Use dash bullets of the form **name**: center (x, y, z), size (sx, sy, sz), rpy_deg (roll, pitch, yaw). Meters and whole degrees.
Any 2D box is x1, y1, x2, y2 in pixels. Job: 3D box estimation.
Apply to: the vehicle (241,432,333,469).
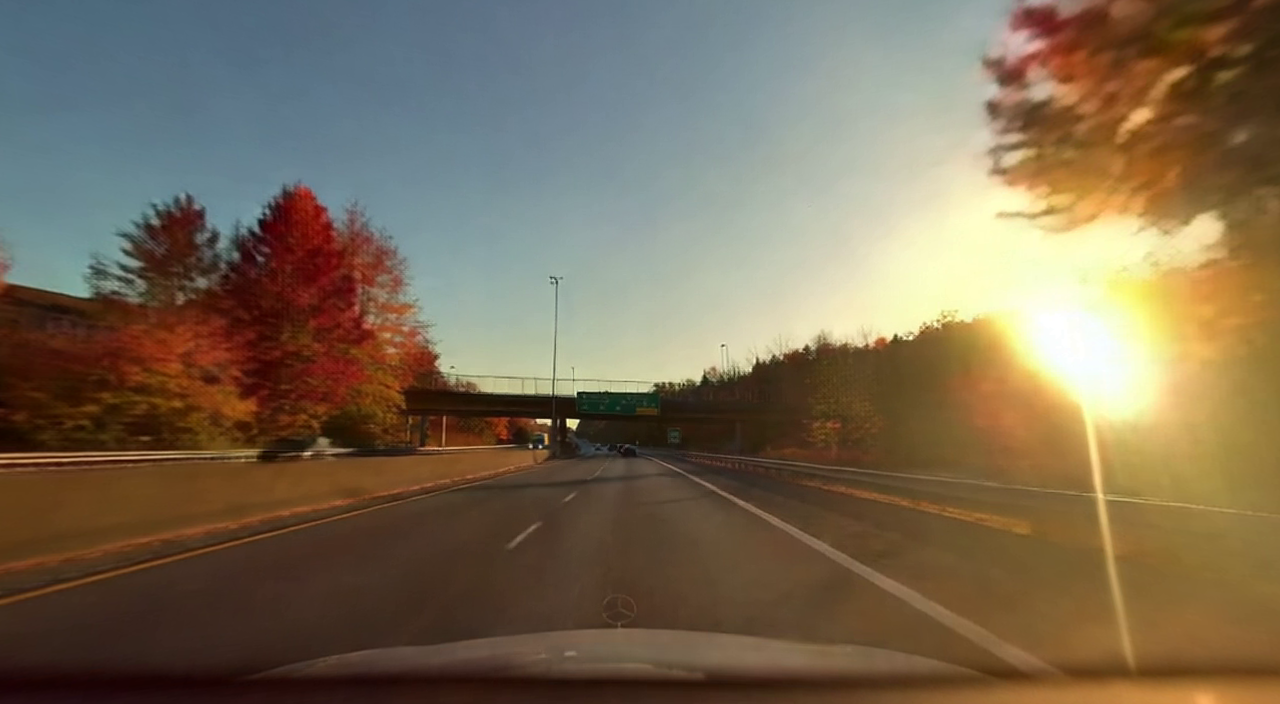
- **vehicle**: center (-16.690, 4.674, 29.904), size (1.928, 1.601, 4.281), rpy_deg (0, -9, -1)
